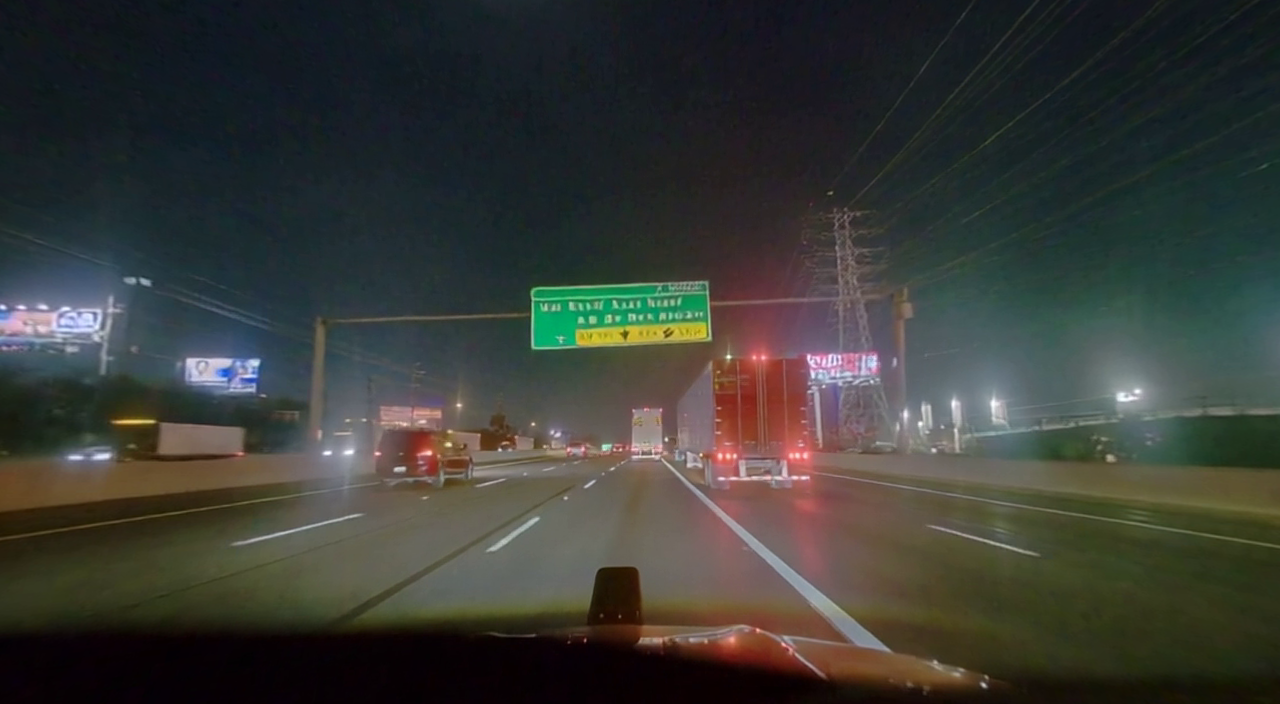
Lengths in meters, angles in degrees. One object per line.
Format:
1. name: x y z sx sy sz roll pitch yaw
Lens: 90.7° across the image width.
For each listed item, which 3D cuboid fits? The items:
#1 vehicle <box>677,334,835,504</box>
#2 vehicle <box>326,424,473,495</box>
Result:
1. vehicle: 3.304 2.845 23.754 2.892 4.152 16.575 0 -9 0
2. vehicle: -7.331 3.363 20.145 2.425 1.917 5.647 0 -9 0
